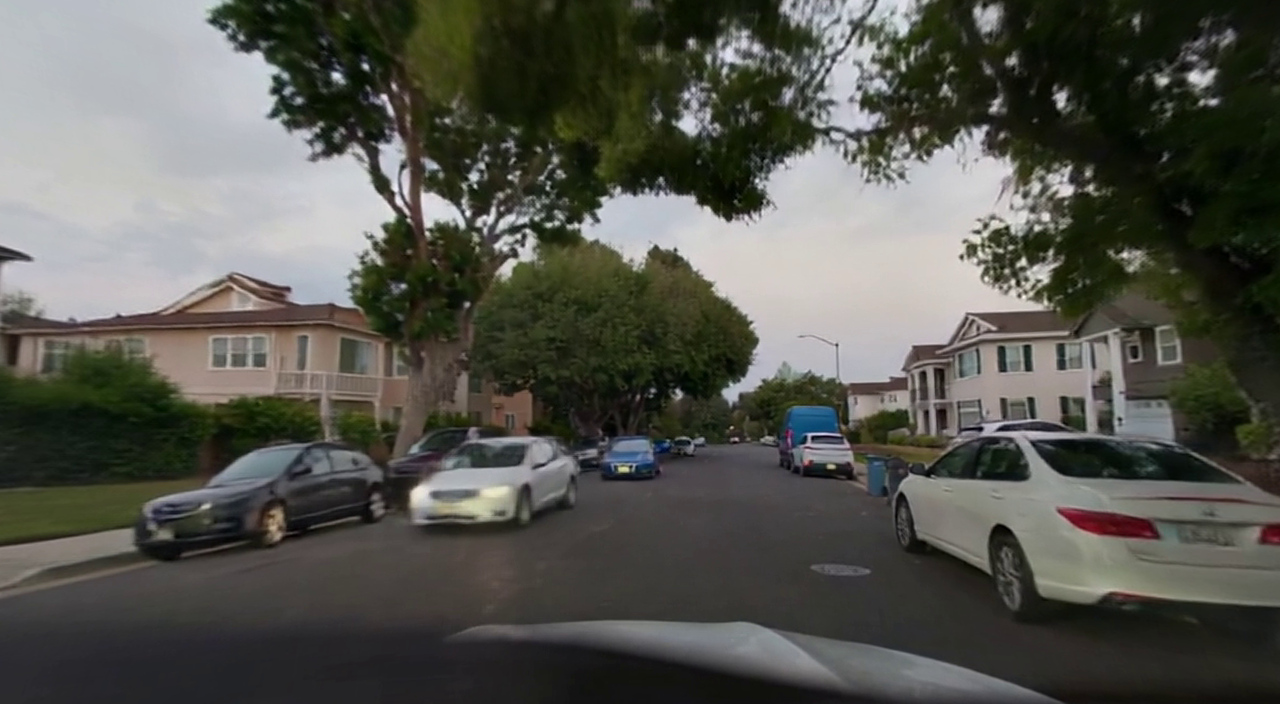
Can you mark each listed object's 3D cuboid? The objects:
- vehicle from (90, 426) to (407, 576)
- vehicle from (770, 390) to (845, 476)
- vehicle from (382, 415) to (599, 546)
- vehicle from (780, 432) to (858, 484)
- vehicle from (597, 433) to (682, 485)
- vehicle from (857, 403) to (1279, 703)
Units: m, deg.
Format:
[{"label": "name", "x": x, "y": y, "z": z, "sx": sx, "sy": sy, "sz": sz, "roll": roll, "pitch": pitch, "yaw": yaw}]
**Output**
[{"label": "vehicle", "x": -4.997, "y": 1.857, "z": 8.791, "sx": 1.828, "sy": 1.488, "sz": 3.785, "roll": -3, "pitch": -6, "yaw": 5}, {"label": "vehicle", "x": 6.745, "y": 3.379, "z": 26.154, "sx": 2.317, "sy": 3.096, "sz": 6.383, "roll": -1, "pitch": -8, "yaw": 9}, {"label": "vehicle", "x": -2.134, "y": 1.966, "z": 10.452, "sx": 1.959, "sy": 1.670, "sz": 4.255, "roll": -2, "pitch": -8, "yaw": 10}, {"label": "vehicle", "x": 5.748, "y": 3.404, "z": 20.766, "sx": 1.955, "sy": 1.500, "sz": 4.410, "roll": -1, "pitch": -8, "yaw": 9}, {"label": "vehicle", "x": 0.088, "y": 3.401, "z": 20.477, "sx": 1.889, "sy": 1.505, "sz": 3.849, "roll": -2, "pitch": -8, "yaw": 13}, {"label": "vehicle", "x": 3.439, "y": 1.326, "z": 5.562, "sx": 2.052, "sy": 1.499, "sz": 4.699, "roll": -1, "pitch": -8, "yaw": 9}]
